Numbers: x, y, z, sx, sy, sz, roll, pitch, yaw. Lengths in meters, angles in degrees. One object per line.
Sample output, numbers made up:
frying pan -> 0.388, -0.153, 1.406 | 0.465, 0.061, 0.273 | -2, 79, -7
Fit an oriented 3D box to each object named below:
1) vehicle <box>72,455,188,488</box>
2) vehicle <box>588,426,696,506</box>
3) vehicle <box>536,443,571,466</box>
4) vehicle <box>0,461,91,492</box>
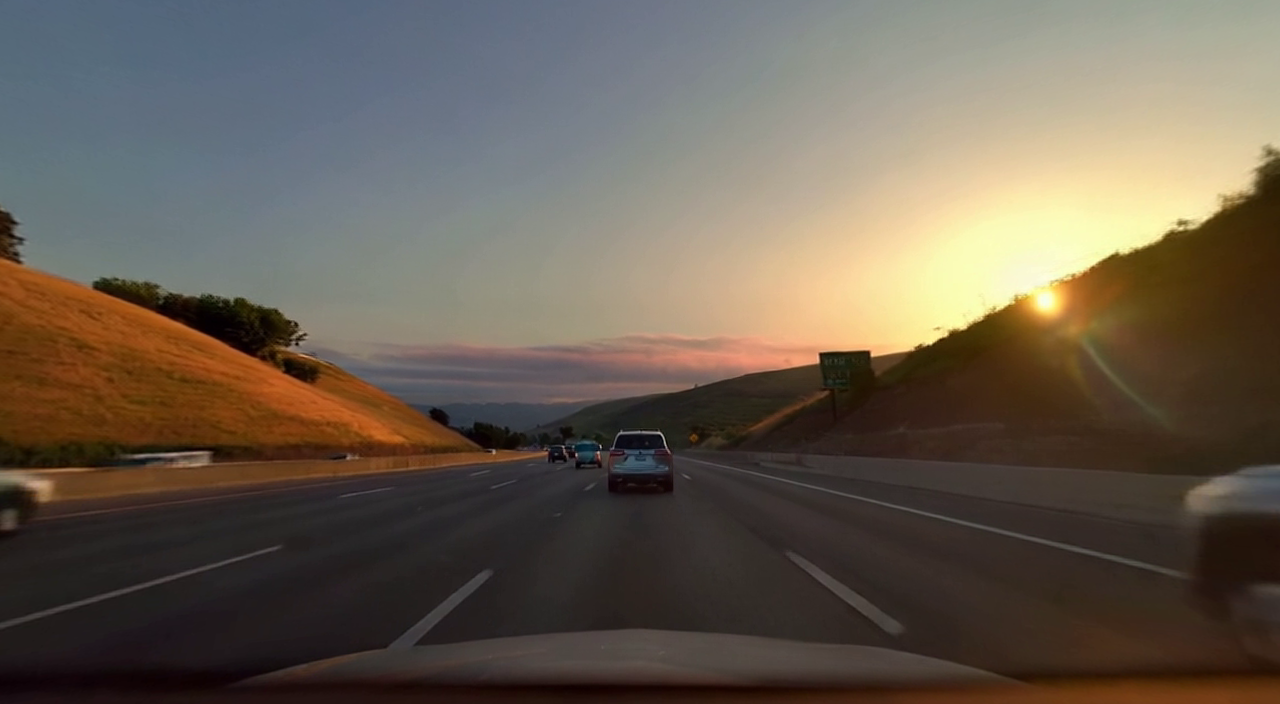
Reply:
vehicle -> -24.584, 5.730, 30.617 | 2.093, 1.419, 4.204 | 0, -9, 1
vehicle -> 0.062, 2.925, 16.561 | 2.447, 1.804, 4.273 | 0, -9, 1
vehicle -> -6.746, 8.052, 49.599 | 2.024, 1.706, 4.462 | 0, -9, 1
vehicle -> -32.041, 6.568, 33.521 | 1.766, 1.428, 4.355 | 0, -9, 0
